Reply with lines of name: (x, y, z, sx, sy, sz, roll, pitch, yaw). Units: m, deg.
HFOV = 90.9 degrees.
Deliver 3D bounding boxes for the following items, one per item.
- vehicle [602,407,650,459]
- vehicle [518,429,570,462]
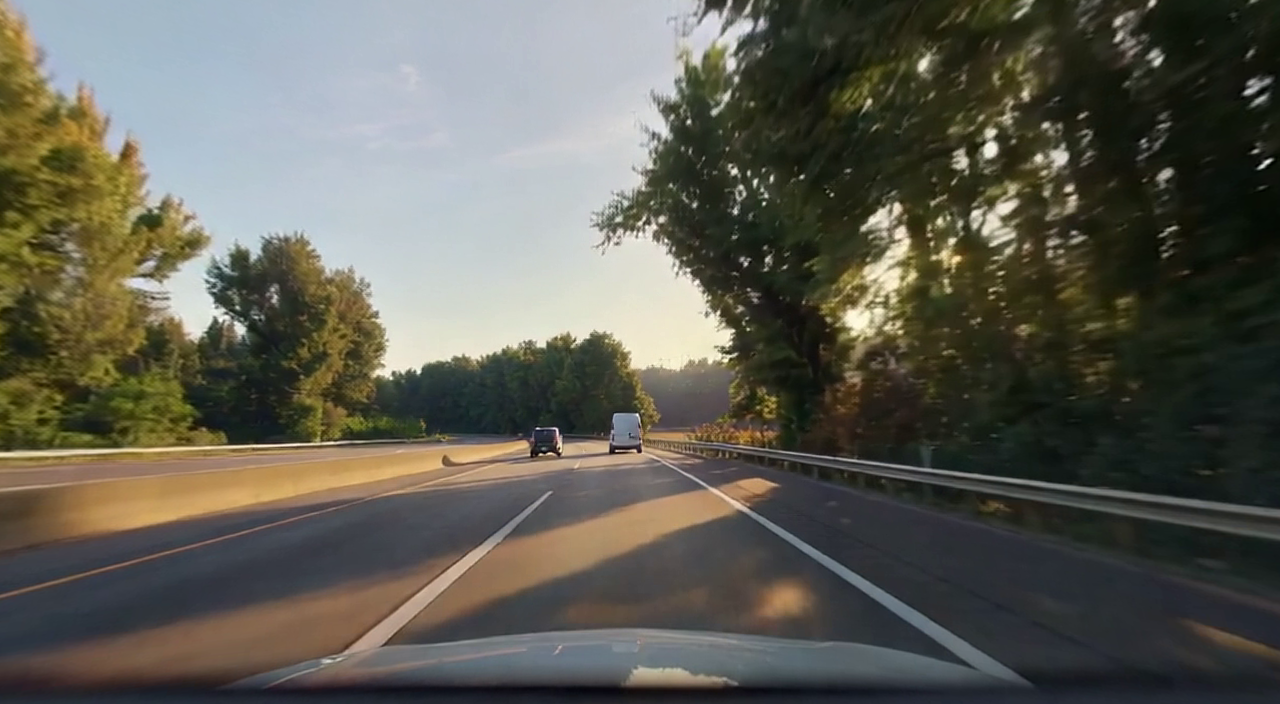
vehicle: (-0.928, 4.940, 38.383, 2.647, 2.896, 6.480, 0, -8, -3)
vehicle: (-4.986, 4.930, 33.362, 2.110, 1.636, 4.453, 0, -8, -1)
